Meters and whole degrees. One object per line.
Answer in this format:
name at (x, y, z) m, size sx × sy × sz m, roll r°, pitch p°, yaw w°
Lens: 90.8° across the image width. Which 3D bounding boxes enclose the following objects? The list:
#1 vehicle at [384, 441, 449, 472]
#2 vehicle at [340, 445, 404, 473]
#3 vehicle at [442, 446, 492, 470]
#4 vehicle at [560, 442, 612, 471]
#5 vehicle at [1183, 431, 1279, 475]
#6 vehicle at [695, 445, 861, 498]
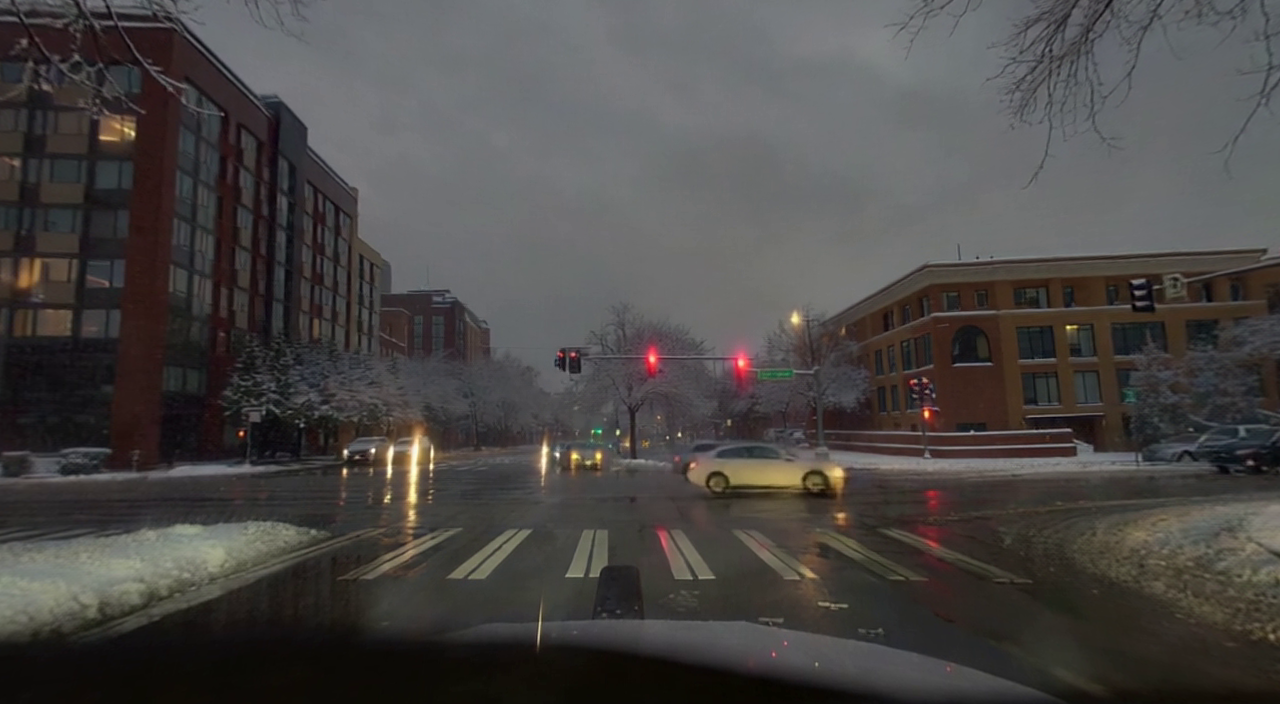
vehicle at (-15.143, 7.124, 43.232) m, size 2.340 × 1.946 × 5.450 m, roll -1°, pitch -9°, yaw 2°
vehicle at (-18.555, 7.411, 44.090) m, size 2.237 × 1.842 × 5.116 m, roll 0°, pitch -9°, yaw 0°
vehicle at (-11.646, 7.145, 42.812) m, size 2.003 × 1.476 × 4.297 m, roll -1°, pitch -9°, yaw 2°
vehicle at (-3.037, 5.663, 34.552) m, size 2.115 × 1.445 × 4.864 m, roll 2°, pitch -9°, yaw -14°
vehicle at (22.319, 3.560, 22.361) m, size 4.474 × 1.477 × 1.908 m, roll 0°, pitch -9°, yaw -3°
vehicle at (3.729, 3.173, 17.034) m, size 4.093 × 1.288 × 1.910 m, roll -4°, pitch -9°, yaw 20°
